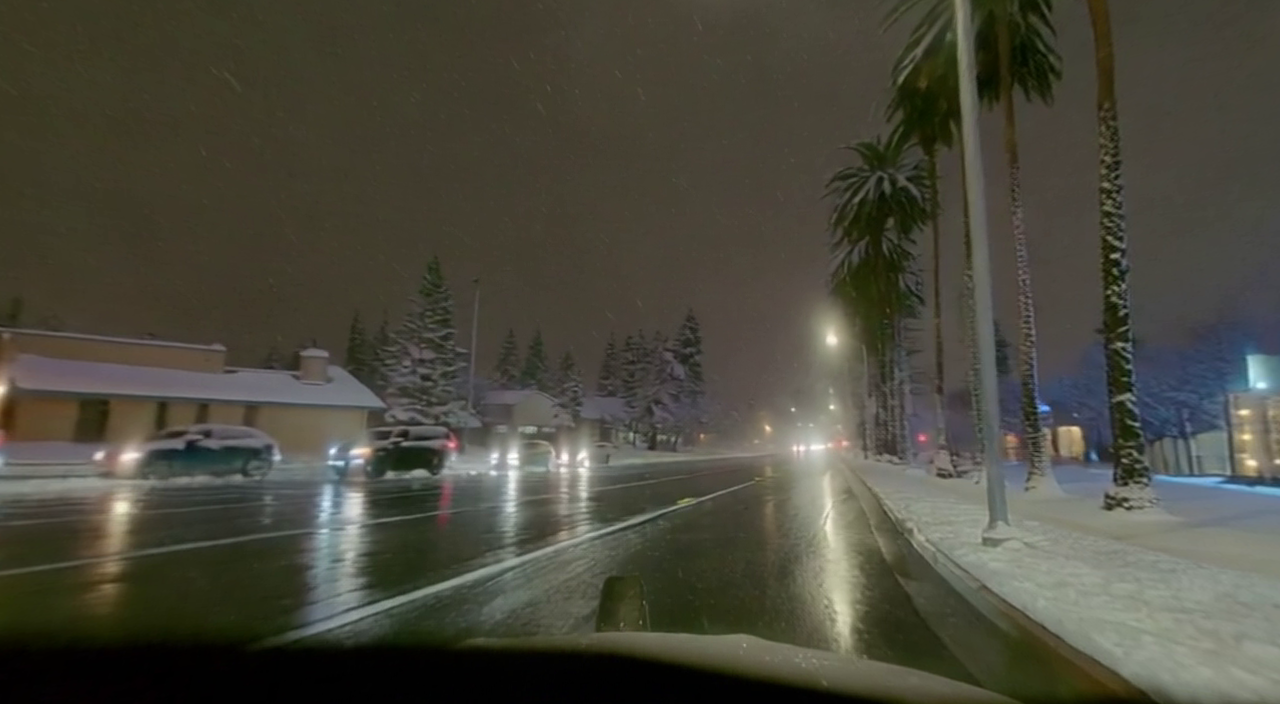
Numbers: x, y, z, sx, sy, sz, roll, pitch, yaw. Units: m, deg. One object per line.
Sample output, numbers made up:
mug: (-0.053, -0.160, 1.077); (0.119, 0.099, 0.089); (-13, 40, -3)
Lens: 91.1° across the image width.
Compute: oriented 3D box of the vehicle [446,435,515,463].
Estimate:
vehicle: (-9.205, 5.670, 36.715); (1.813, 1.535, 4.306); (-3, -9, 19)

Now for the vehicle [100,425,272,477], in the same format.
vehicle: (-14.810, 3.244, 20.824); (1.857, 1.474, 4.291); (-5, -9, 17)

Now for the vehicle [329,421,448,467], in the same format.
vehicle: (-11.829, 4.427, 30.111); (2.184, 1.904, 5.617); (-5, -10, 18)

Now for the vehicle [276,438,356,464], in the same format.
vehicle: (-19.472, 5.952, 37.919); (1.806, 1.500, 4.118); (-3, -9, 18)

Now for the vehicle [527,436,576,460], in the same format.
vehicle: (-6.430, 7.016, 45.994); (1.858, 1.599, 4.104); (-3, -9, 19)
